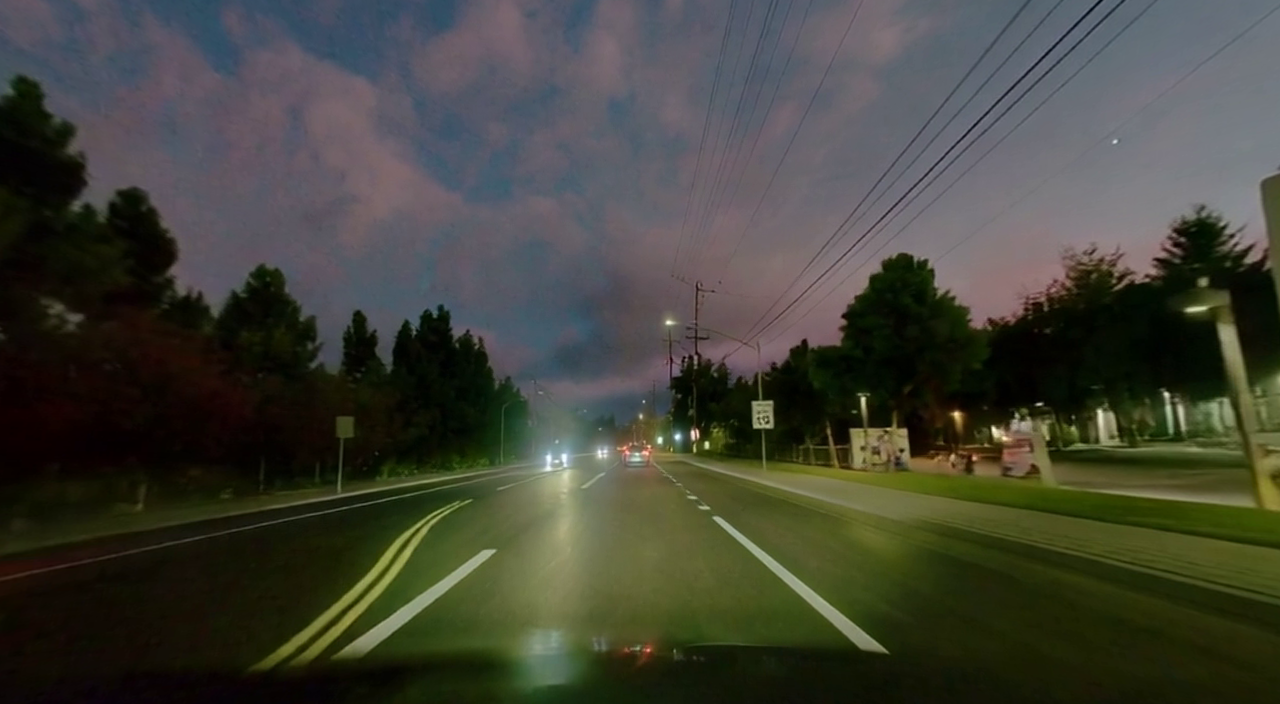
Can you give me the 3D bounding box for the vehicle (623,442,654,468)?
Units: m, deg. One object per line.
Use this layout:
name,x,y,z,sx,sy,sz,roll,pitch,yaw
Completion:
vehicle,-0.124,7.351,45.147,2.163,1.746,4.073,0,-8,-1
